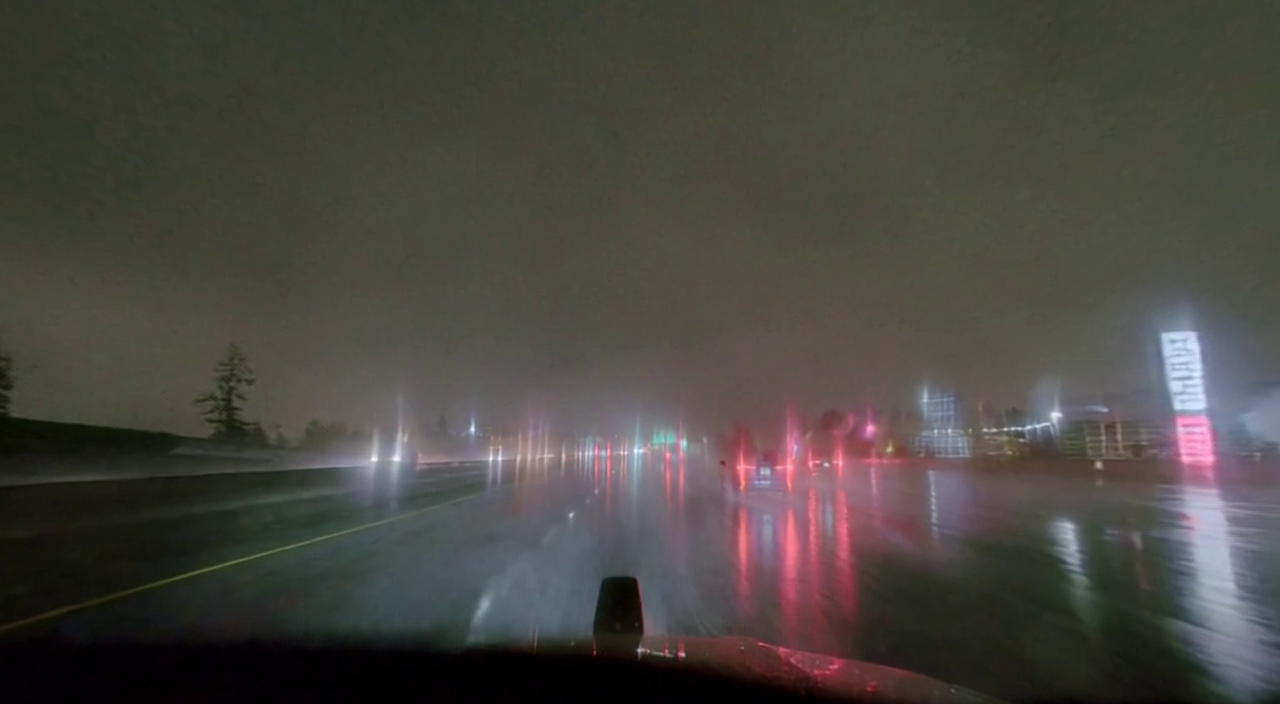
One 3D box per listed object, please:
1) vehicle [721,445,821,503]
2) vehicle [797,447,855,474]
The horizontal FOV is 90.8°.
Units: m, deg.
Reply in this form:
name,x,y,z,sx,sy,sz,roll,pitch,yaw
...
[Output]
name,x,y,z,sx,sy,sz,roll,pitch,yaw
vehicle,3.721,3.518,18.716,1.961,1.504,4.094,0,-9,-2
vehicle,10.909,6.390,37.404,2.019,1.529,4.385,0,-9,-1
